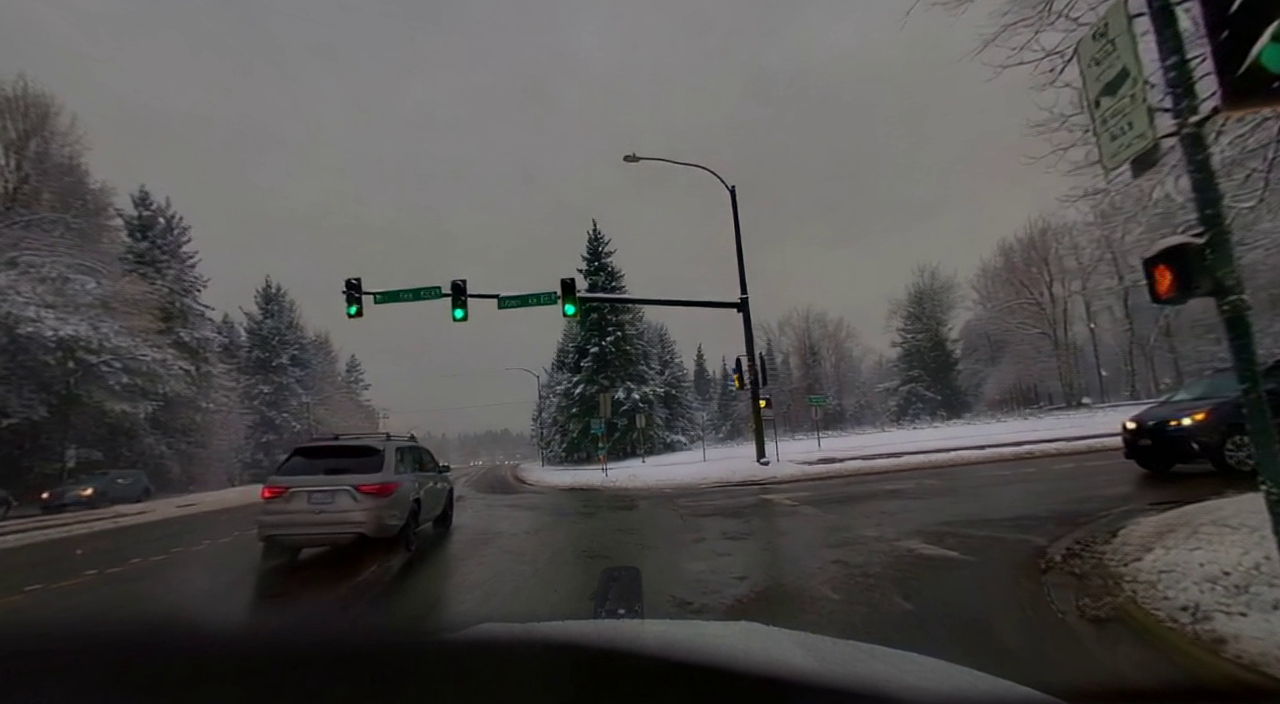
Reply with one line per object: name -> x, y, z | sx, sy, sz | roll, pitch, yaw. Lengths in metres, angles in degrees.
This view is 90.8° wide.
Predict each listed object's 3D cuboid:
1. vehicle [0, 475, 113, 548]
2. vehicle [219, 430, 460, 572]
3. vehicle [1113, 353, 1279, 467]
vehicle -> -16.268, 4.165, 16.414 | 1.986, 1.492, 4.332 | -4, -8, -10
vehicle -> -4.357, 2.178, 10.153 | 2.134, 1.707, 4.471 | 1, -9, -7
vehicle -> 10.612, 1.021, 10.786 | 1.855, 1.669, 4.529 | -4, -9, 6
